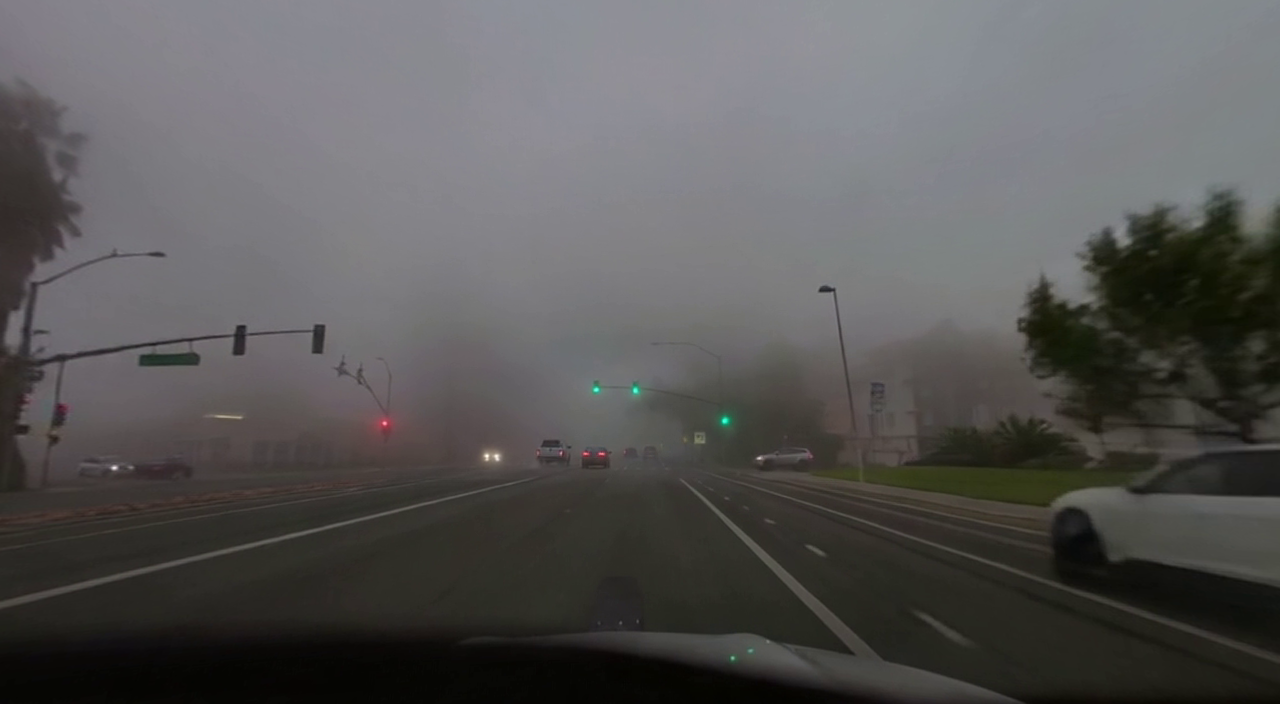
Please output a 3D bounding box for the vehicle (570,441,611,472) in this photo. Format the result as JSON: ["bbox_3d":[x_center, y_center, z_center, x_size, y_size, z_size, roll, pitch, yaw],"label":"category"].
[{"bbox_3d":[-3.080,6.636,40.192,2.116,1.806,4.516,0,-9,2],"label":"vehicle"}]

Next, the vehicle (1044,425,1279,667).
[{"bbox_3d":[5.035,1.242,4.077,1.994,1.507,4.173,0,-9,-1],"label":"vehicle"}]

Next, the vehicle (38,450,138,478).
[{"bbox_3d":[-39.724,8.038,45.422,5.006,1.941,2.056,1,-9,-4],"label":"vehicle"}]

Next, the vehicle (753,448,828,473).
[{"bbox_3d":[9.590,6.944,40.497,4.509,1.520,1.952,-1,-9,10],"label":"vehicle"}]

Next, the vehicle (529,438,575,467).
[{"bbox_3d":[-6.513,7.566,47.422,2.457,2.010,6.330,0,-9,1],"label":"vehicle"}]

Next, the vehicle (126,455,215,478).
[{"bbox_3d":[-34.090,8.330,45.817,4.808,1.529,1.979,1,-9,-3],"label":"vehicle"}]
